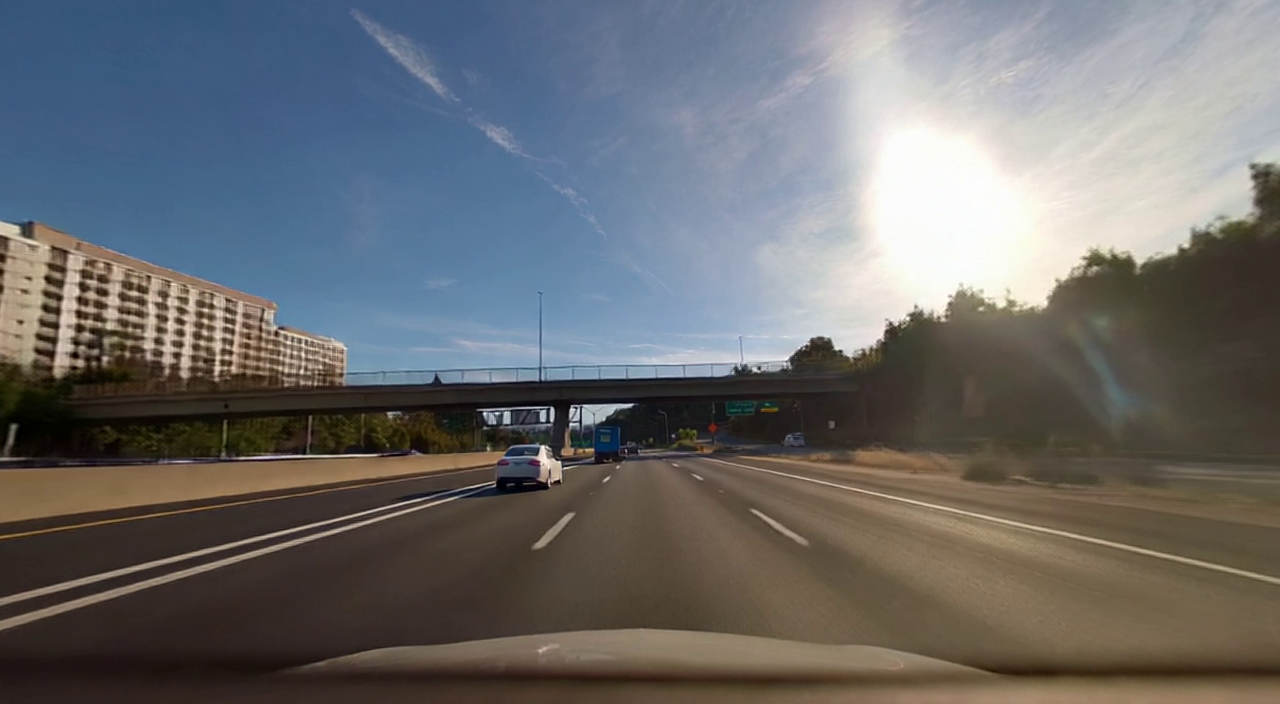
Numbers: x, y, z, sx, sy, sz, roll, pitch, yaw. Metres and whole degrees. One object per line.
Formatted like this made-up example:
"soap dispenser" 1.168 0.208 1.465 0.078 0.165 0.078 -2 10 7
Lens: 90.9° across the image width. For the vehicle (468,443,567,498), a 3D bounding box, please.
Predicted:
"vehicle" -3.586 3.579 19.364 2.039 1.478 4.483 0 -9 1
